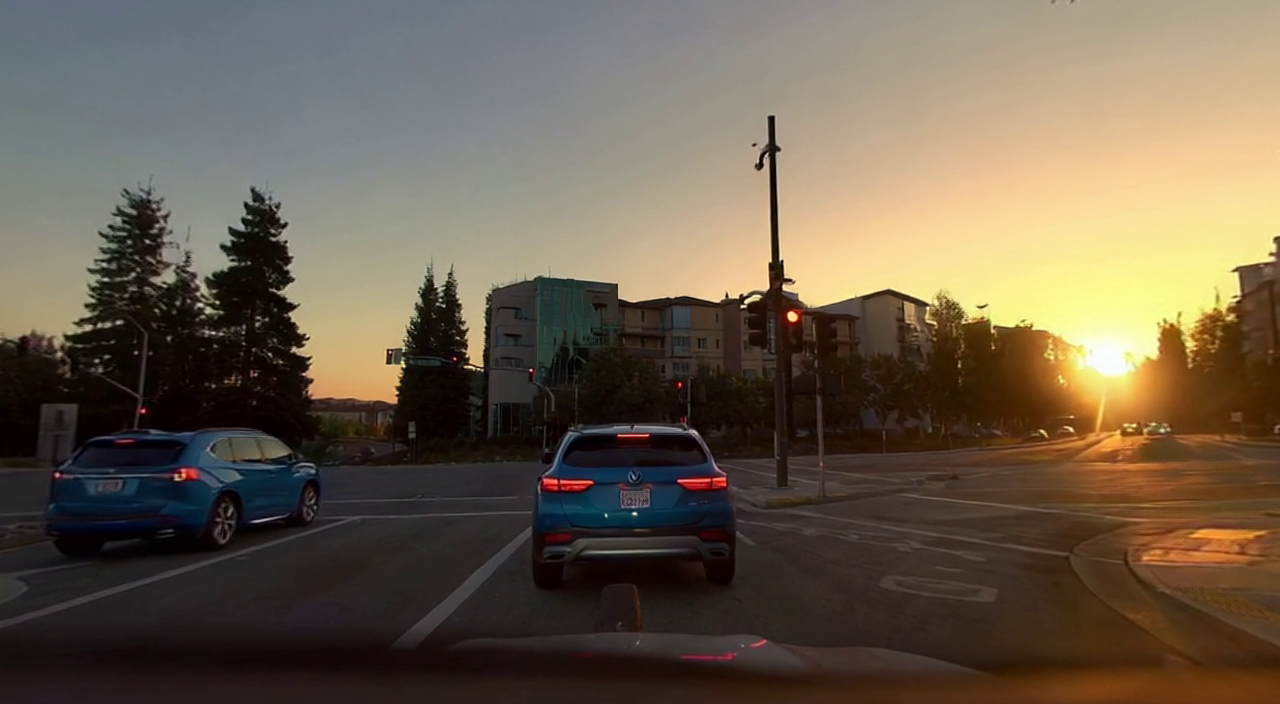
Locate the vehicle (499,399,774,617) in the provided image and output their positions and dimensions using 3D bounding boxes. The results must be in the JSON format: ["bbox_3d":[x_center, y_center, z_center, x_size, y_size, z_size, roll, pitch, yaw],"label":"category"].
[{"bbox_3d":[-0.179,1.525,7.075,2.154,1.670,4.140,1,-9,-5],"label":"vehicle"}]

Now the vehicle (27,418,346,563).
[{"bbox_3d":[-6.405,1.968,9.689,2.020,1.695,4.187,1,-9,-5],"label":"vehicle"}]
